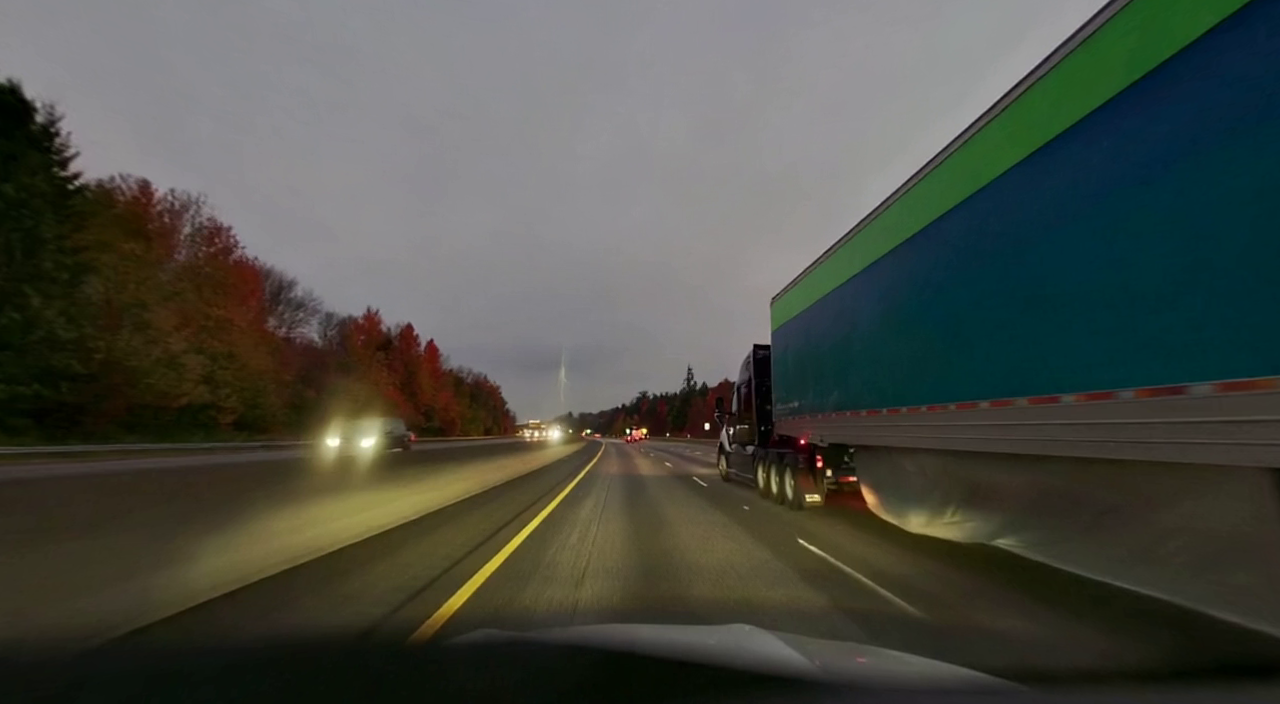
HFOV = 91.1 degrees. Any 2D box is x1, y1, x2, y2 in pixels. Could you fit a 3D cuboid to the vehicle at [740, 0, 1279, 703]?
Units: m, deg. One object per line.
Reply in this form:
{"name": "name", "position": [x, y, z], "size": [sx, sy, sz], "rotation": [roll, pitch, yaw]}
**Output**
{"name": "vehicle", "position": [3.802, 0.167, 7.264], "size": [2.926, 4.008, 14.104], "rotation": [0, -8, 0]}

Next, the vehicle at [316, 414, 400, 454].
{"name": "vehicle", "position": [-13.452, 3.956, 30.307], "size": [1.950, 1.769, 4.636], "rotation": [0, -8, -1]}
